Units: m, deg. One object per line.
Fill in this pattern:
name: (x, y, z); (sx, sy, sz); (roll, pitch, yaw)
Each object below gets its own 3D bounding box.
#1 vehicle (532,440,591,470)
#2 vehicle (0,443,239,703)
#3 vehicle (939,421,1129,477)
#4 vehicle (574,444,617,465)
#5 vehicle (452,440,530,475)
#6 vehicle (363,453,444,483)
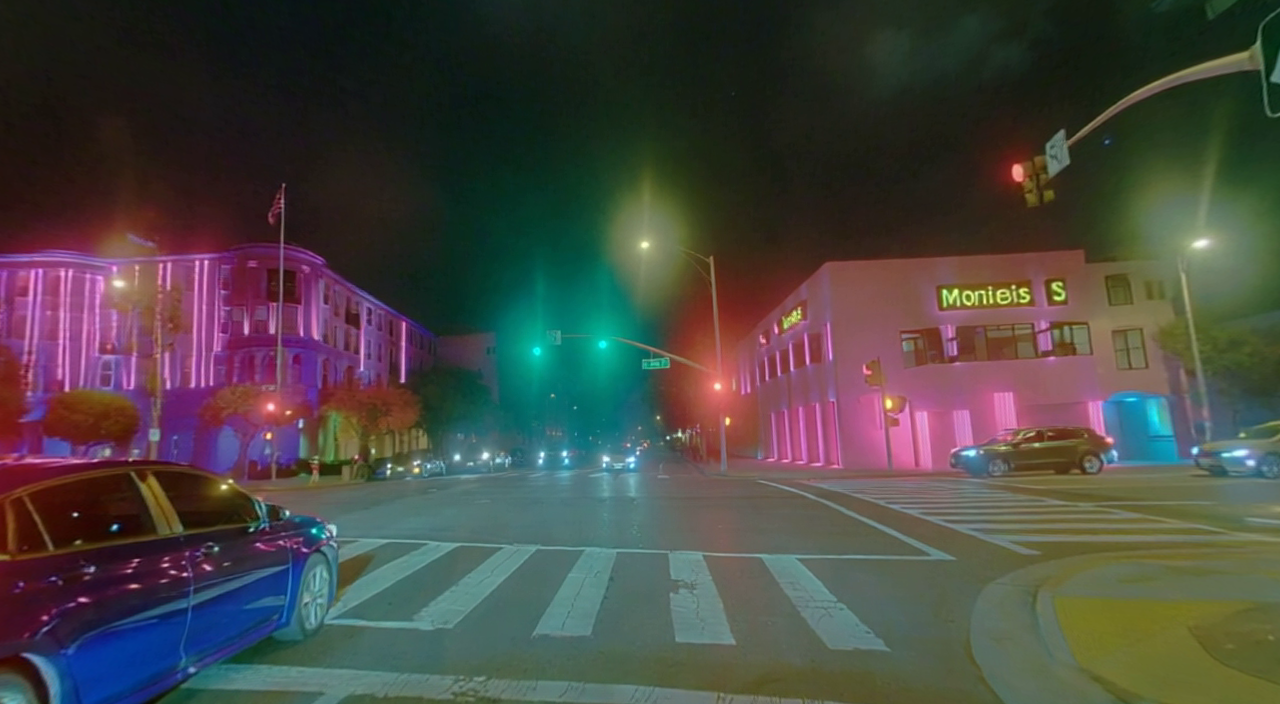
vehicle: (-4.503, 5.990, 36.859); (1.928, 1.647, 4.575); (-2, -9, 13)
vehicle: (-3.656, 0.976, 2.146); (1.759, 1.325, 4.295); (0, -9, 0)
vehicle: (11.577, 2.889, 18.793); (4.355, 1.546, 1.820); (-1, -9, 6)
vehicle: (-3.046, 7.155, 44.005); (1.743, 1.362, 4.350); (-2, -9, 14)
vehicle: (-8.385, 5.975, 36.054); (2.152, 1.825, 5.406); (-2, -9, 12)
vehicle: (-12.585, 6.175, 33.874); (1.976, 1.425, 4.567); (-1, -9, 9)
